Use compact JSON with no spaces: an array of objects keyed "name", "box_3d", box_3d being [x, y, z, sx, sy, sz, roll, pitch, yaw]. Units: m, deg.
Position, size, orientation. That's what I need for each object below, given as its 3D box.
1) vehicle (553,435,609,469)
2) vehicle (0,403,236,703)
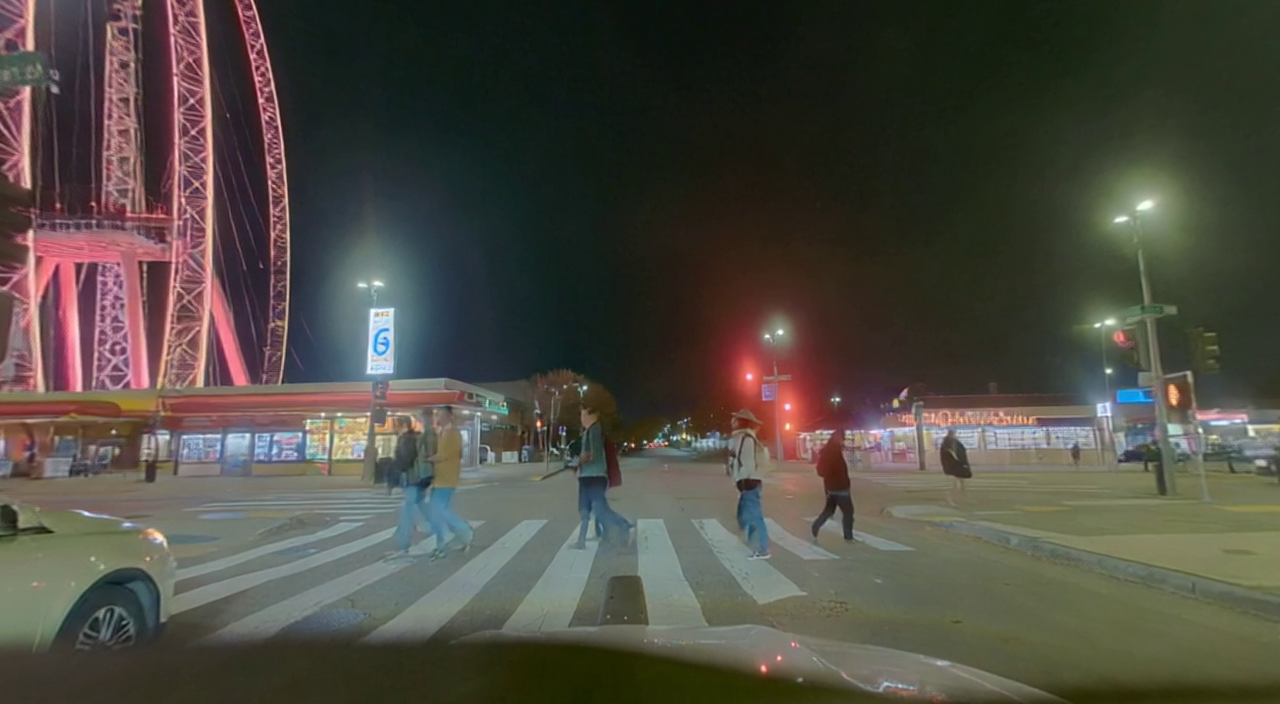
[{"name":"vehicle","box_3d":[-3.875,6.375,40.251,2.549,2.000,5.699,2,-9,-15]},{"name":"vehicle","box_3d":[-3.374,0.785,1.183,1.940,1.505,4.676,-1,-9,3]}]
